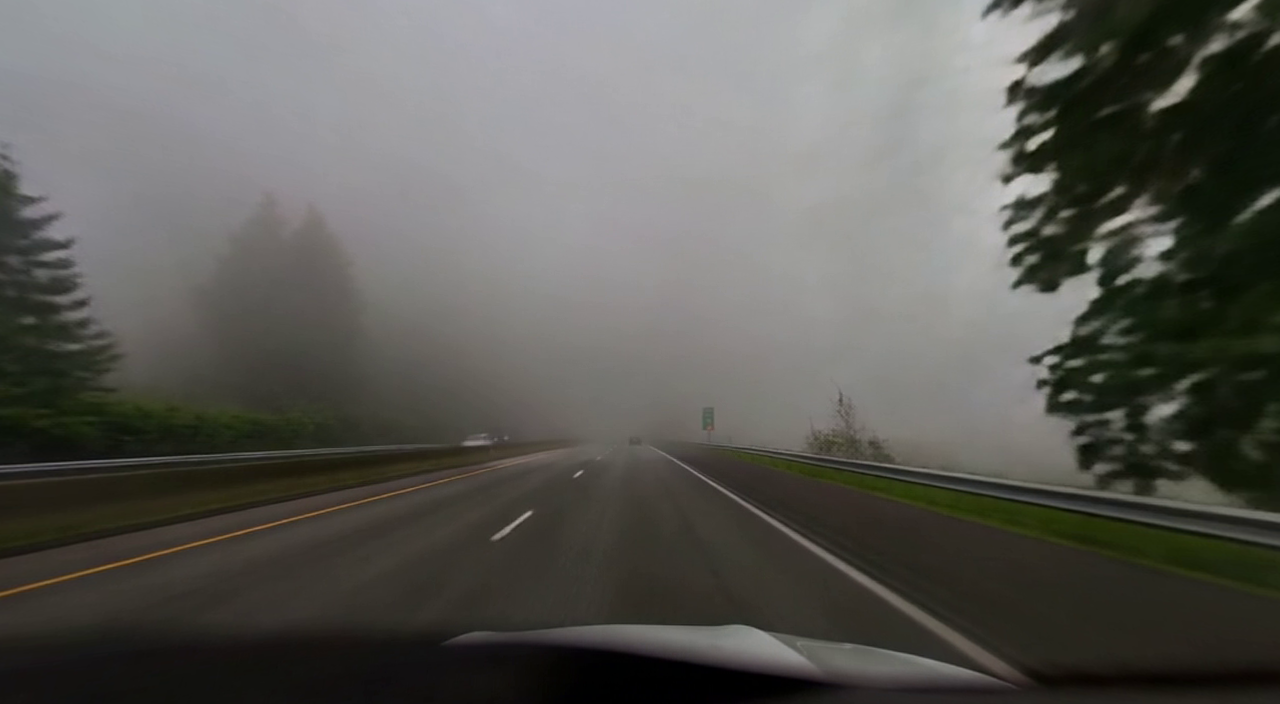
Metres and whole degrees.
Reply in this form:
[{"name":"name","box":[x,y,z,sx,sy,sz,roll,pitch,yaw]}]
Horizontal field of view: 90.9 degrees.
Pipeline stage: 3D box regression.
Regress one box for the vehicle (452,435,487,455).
[{"name":"vehicle","box":[-12.828,6.968,47.477,1.671,1.412,3.718,1,-8,-1]}]
